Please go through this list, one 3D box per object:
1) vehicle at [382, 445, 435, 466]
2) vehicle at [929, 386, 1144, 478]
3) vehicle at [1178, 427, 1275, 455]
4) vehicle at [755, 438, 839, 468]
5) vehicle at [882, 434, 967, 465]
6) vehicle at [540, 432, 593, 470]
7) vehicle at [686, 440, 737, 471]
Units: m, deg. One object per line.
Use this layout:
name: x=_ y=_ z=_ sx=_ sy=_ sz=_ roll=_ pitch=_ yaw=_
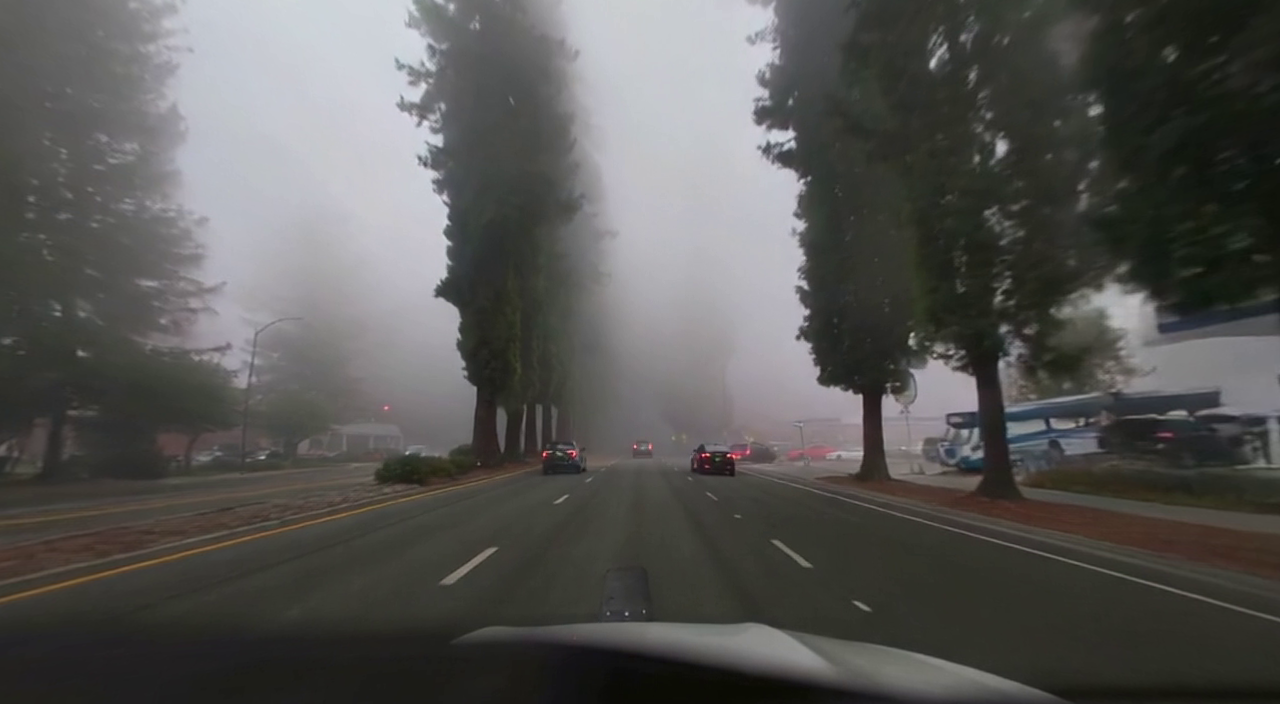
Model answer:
vehicle: x=-18.033 y=8.011 z=48.945 sx=4.437 sy=1.478 sz=1.839 roll=-7 pitch=-11 yaw=40
vehicle: x=15.548 y=3.371 z=25.851 sx=3.133 sy=3.133 sz=8.198 roll=0 pitch=-9 yaw=-2
vehicle: x=42.712 y=6.572 z=46.061 sx=1.863 sy=1.744 sz=4.904 roll=-5 pitch=-9 yaw=-8
vehicle: x=9.618 y=6.190 z=38.890 sx=4.526 sy=1.768 sz=2.056 roll=1 pitch=-9 yaw=-9
vehicle: x=17.038 y=5.862 z=37.883 sx=4.107 sy=1.487 sz=1.937 roll=-5 pitch=-7 yaw=2
vehicle: x=-3.571 y=4.936 z=31.472 sx=2.051 sy=1.747 sz=4.370 roll=0 pitch=-8 yaw=1
vehicle: x=3.575 y=5.306 z=32.468 sx=2.010 sy=1.486 sz=4.498 roll=0 pitch=-8 yaw=-1
